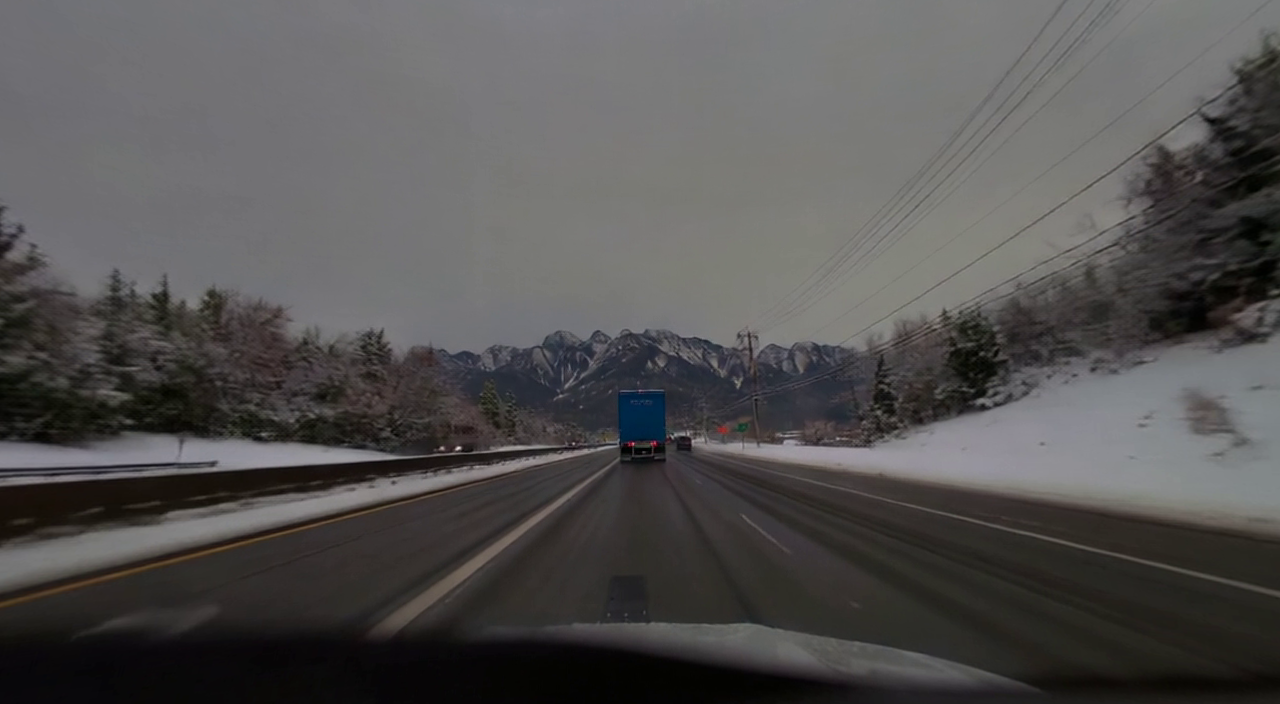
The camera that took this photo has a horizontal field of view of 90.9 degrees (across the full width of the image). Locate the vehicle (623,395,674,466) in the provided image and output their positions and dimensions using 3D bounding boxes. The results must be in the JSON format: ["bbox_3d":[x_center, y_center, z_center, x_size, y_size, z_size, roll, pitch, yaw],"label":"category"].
[{"bbox_3d":[0.429,5.353,42.107,2.919,4.101,11.541,0,-8,-1],"label":"vehicle"}]
